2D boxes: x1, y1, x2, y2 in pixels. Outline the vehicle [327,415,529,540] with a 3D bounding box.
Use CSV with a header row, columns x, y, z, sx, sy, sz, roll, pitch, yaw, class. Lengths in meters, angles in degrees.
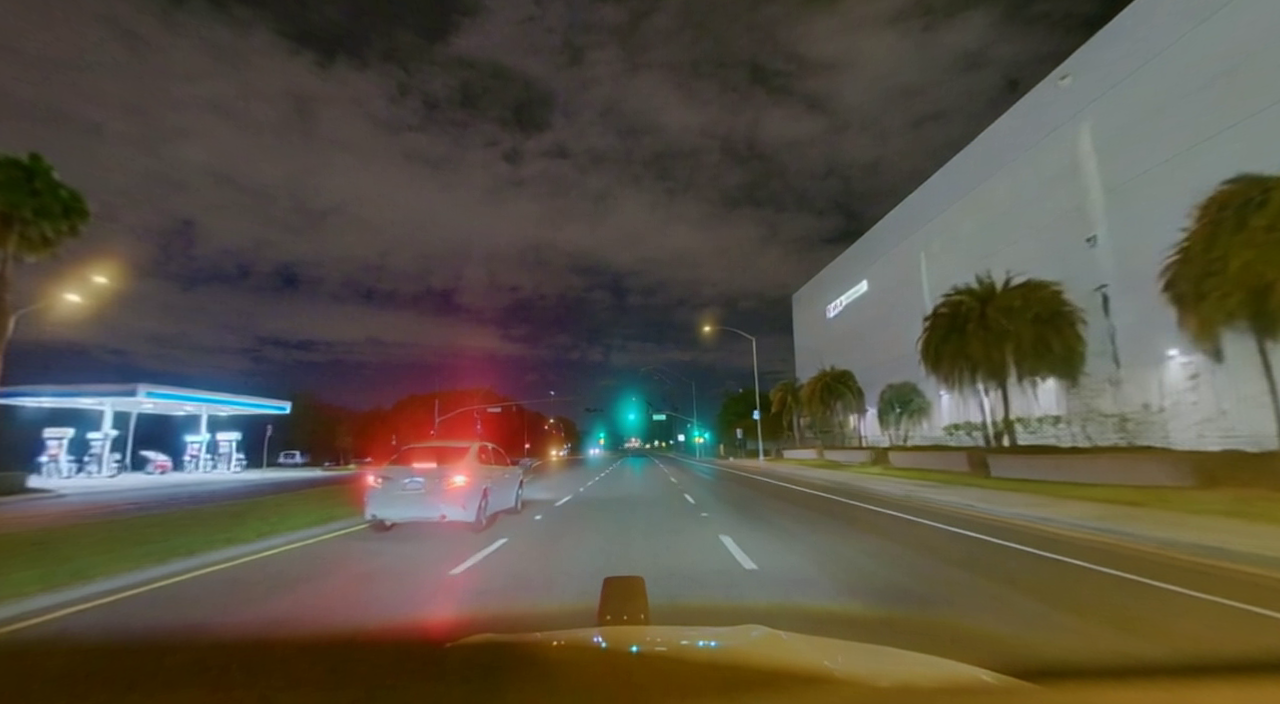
x,y,z,sx,sy,sz,roll,pitch,yaw,class
-3.412,2.126,11.269,2.011,1.756,4.478,-1,-9,1,vehicle
